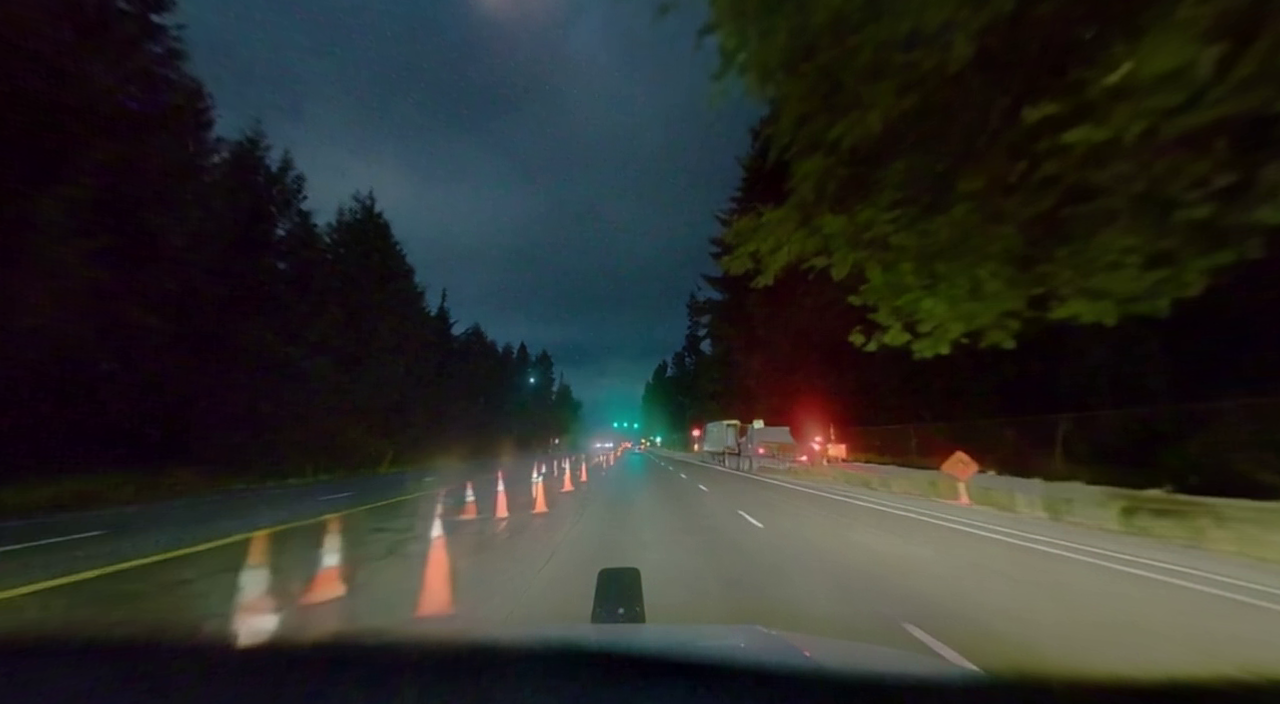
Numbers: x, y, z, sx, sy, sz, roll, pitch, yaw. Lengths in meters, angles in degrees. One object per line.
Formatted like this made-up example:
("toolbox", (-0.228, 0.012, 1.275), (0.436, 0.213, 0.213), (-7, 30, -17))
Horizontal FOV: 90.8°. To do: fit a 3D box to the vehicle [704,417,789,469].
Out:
("vehicle", (6.312, 5.500, 38.061), (2.390, 2.899, 4.603), (6, -10, -35))
